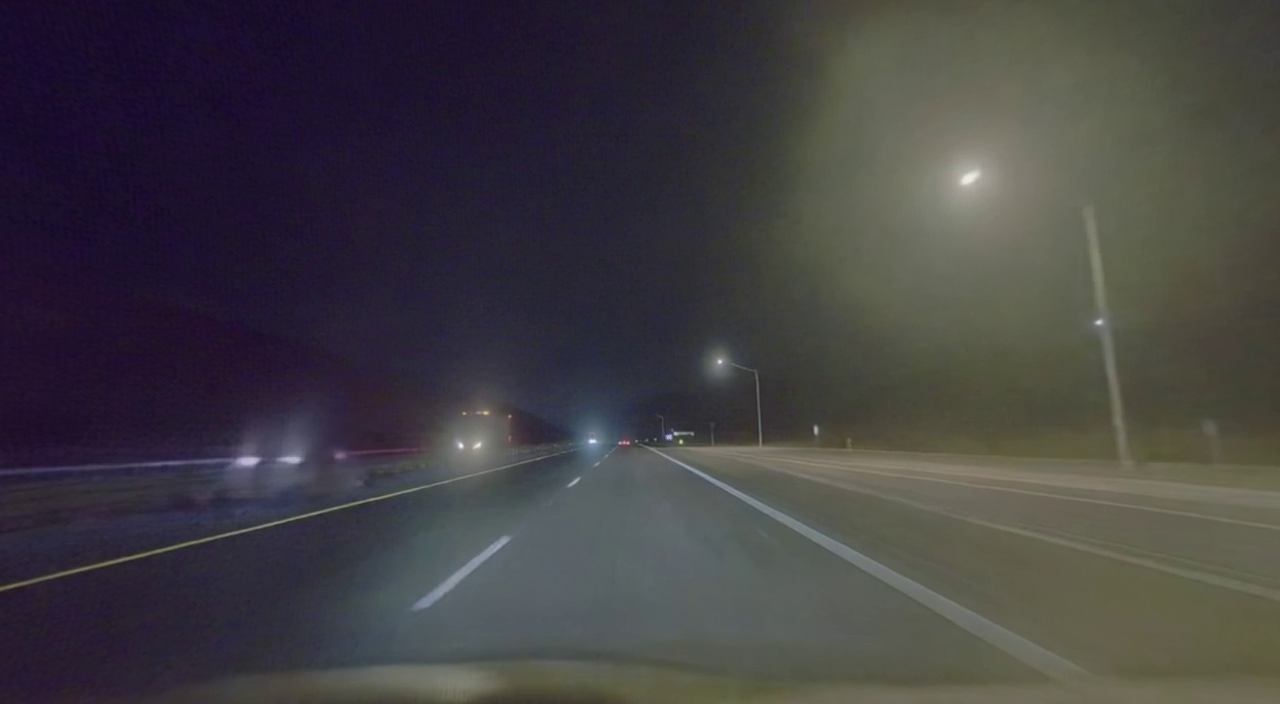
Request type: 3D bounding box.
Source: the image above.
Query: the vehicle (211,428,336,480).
[{"bbox_3d":[-12.607,3.506,21.991,1.916,1.646,4.122,0,-8,-1],"label":"vehicle"}]
